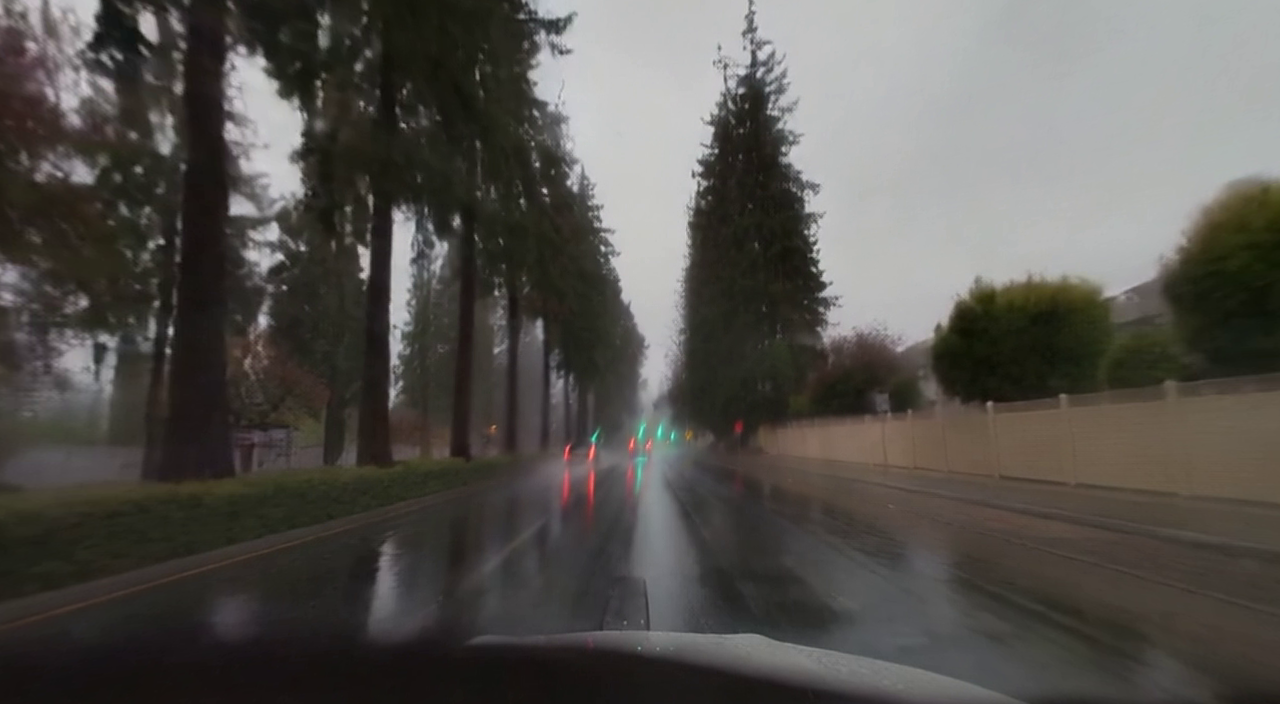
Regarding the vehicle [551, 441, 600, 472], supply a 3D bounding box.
[{"bbox_3d":[-3.282,5.418,32.862,2.021,1.466,4.330,0,-9,1],"label":"vehicle"}]
